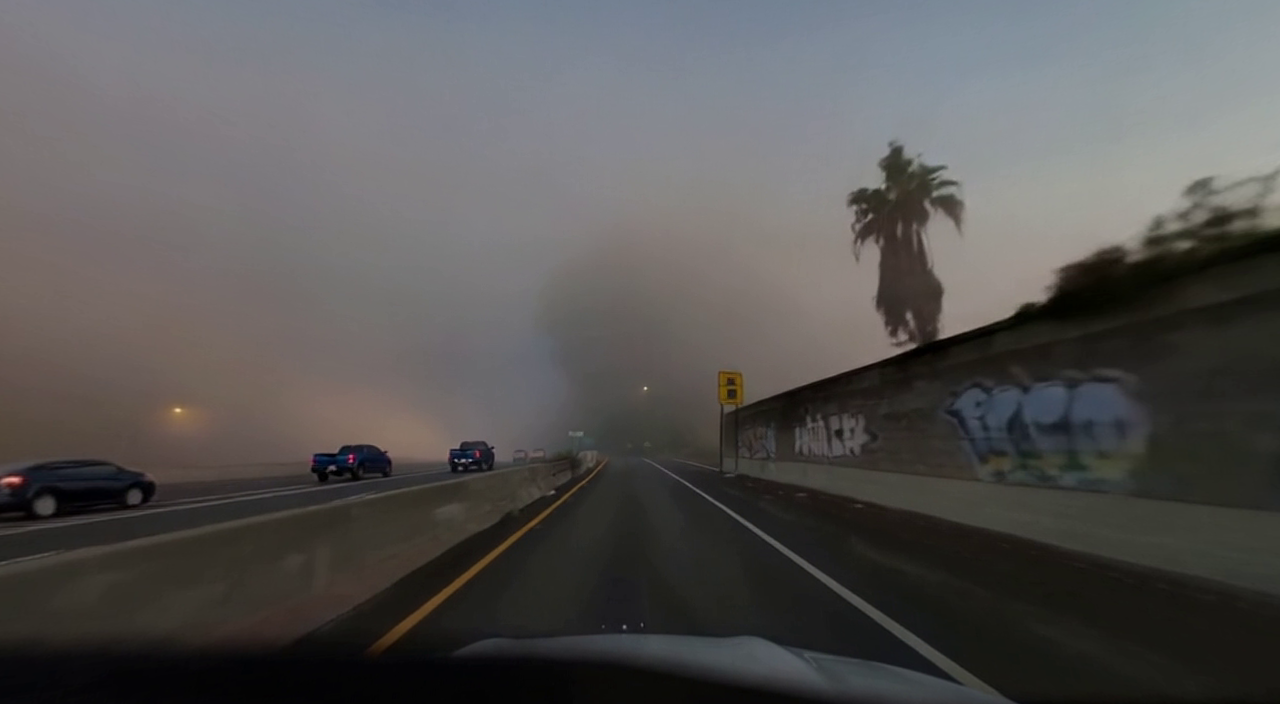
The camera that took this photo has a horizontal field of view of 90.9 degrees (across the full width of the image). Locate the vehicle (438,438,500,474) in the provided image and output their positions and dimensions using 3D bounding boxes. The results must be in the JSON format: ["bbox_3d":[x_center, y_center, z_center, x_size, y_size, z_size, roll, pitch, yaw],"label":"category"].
[{"bbox_3d":[-10.463,6.400,39.040,2.342,1.999,5.594,0,-9,-1],"label":"vehicle"}]

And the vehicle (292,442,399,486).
[{"bbox_3d":[-13.931,5.322,30.402,2.272,1.882,5.941,0,-9,0],"label":"vehicle"}]

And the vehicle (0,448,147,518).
[{"bbox_3d":[-17.760,3.806,18.900,2.078,1.802,4.723,0,-9,0],"label":"vehicle"}]
